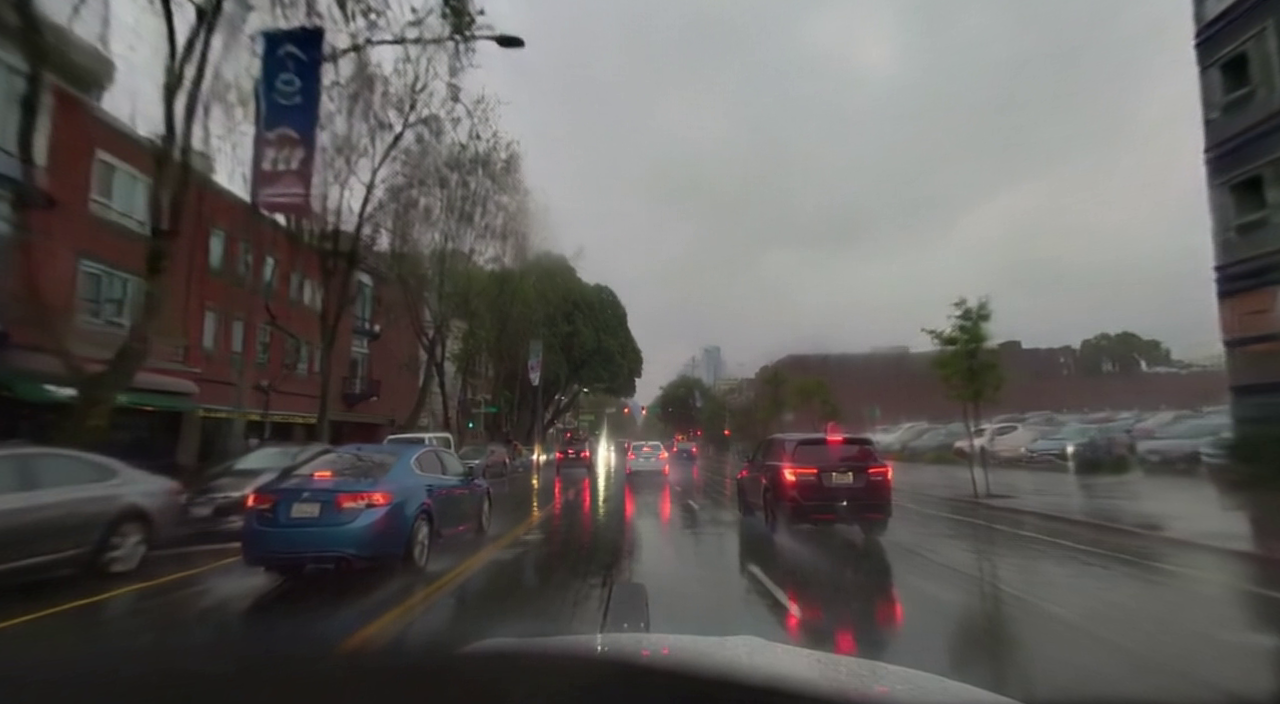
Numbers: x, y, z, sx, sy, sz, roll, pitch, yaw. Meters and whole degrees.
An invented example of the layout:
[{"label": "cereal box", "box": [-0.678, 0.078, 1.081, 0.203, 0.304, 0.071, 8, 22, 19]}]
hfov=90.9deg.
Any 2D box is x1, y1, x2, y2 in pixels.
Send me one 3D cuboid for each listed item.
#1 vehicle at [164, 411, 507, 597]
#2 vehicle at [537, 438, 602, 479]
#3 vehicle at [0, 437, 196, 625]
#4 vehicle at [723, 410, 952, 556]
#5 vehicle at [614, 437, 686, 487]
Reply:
[{"label": "vehicle", "box": [-3.104, 1.642, 7.595, 2.085, 1.619, 3.976, 0, -9, 1]}, {"label": "vehicle", "box": [-2.768, 4.312, 25.751, 2.019, 1.507, 4.643, 0, -9, 1]}, {"label": "vehicle", "box": [-5.934, 1.396, 4.895, 1.797, 1.462, 4.218, 0, -9, 2]}, {"label": "vehicle", "box": [2.618, 1.884, 9.694, 2.094, 1.709, 4.394, 0, -9, 0]}, {"label": "vehicle", "box": [0.286, 3.615, 20.977, 2.139, 1.466, 4.373, 0, -9, 0]}]
